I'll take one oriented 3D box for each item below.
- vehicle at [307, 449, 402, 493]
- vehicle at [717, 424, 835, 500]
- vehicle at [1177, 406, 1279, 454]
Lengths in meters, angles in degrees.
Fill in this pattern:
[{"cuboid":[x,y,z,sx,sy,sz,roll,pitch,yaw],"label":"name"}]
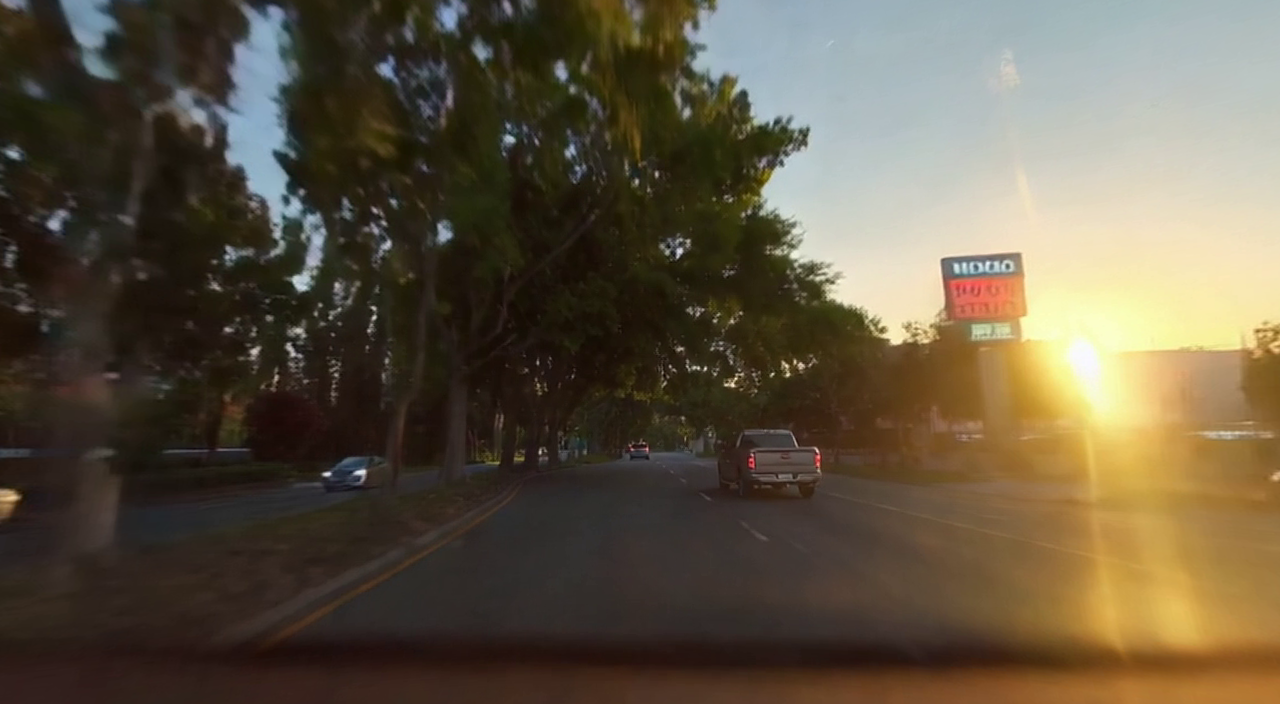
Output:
[{"cuboid":[-12.865,5.335,28.860,2.126,1.800,4.925,0,-8,-2],"label":"vehicle"},{"cuboid":[3.667,3.092,18.201,2.138,1.836,5.245,0,-8,-1],"label":"vehicle"},{"cuboid":[41.516,5.342,42.965,6.771,3.099,3.225,0,-9,0],"label":"vehicle"}]
